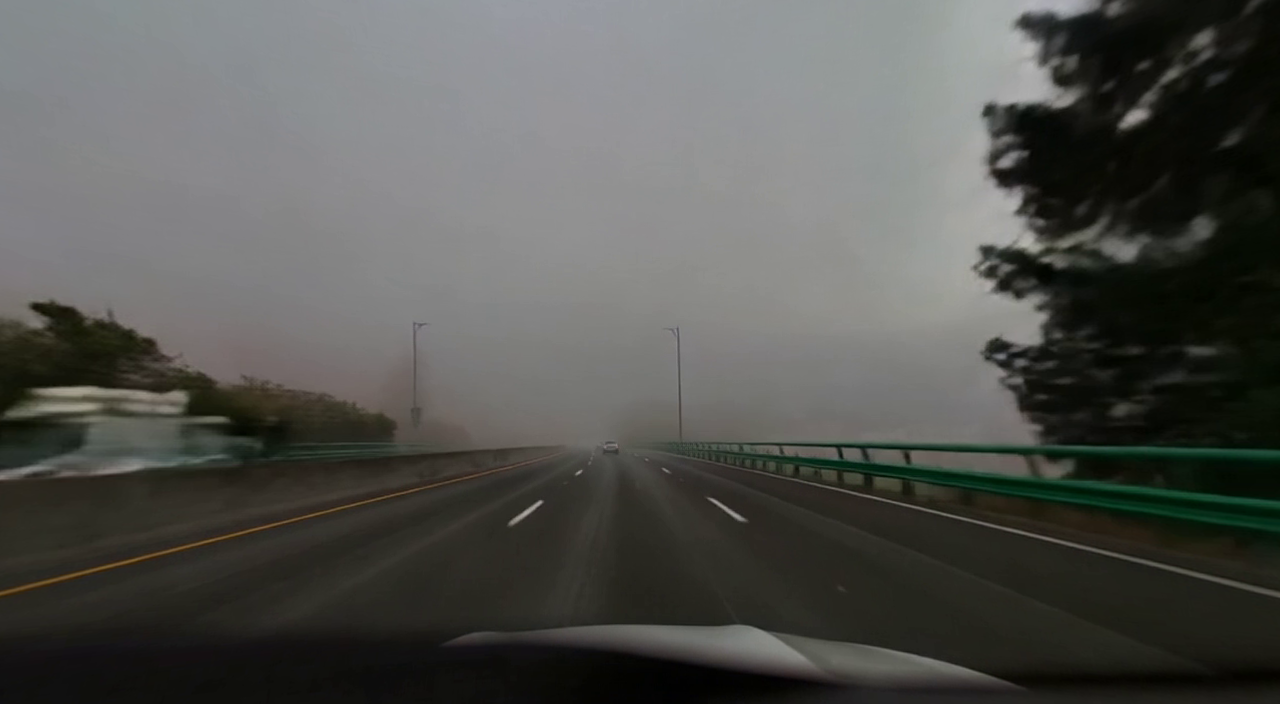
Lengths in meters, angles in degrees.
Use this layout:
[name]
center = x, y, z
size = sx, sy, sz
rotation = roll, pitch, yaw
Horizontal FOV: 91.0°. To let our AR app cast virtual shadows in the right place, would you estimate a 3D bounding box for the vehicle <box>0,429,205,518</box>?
[vehicle]
center = -11.135, 2.342, 12.672
size = 1.978, 1.484, 3.953
rotation = 0, -8, -1
